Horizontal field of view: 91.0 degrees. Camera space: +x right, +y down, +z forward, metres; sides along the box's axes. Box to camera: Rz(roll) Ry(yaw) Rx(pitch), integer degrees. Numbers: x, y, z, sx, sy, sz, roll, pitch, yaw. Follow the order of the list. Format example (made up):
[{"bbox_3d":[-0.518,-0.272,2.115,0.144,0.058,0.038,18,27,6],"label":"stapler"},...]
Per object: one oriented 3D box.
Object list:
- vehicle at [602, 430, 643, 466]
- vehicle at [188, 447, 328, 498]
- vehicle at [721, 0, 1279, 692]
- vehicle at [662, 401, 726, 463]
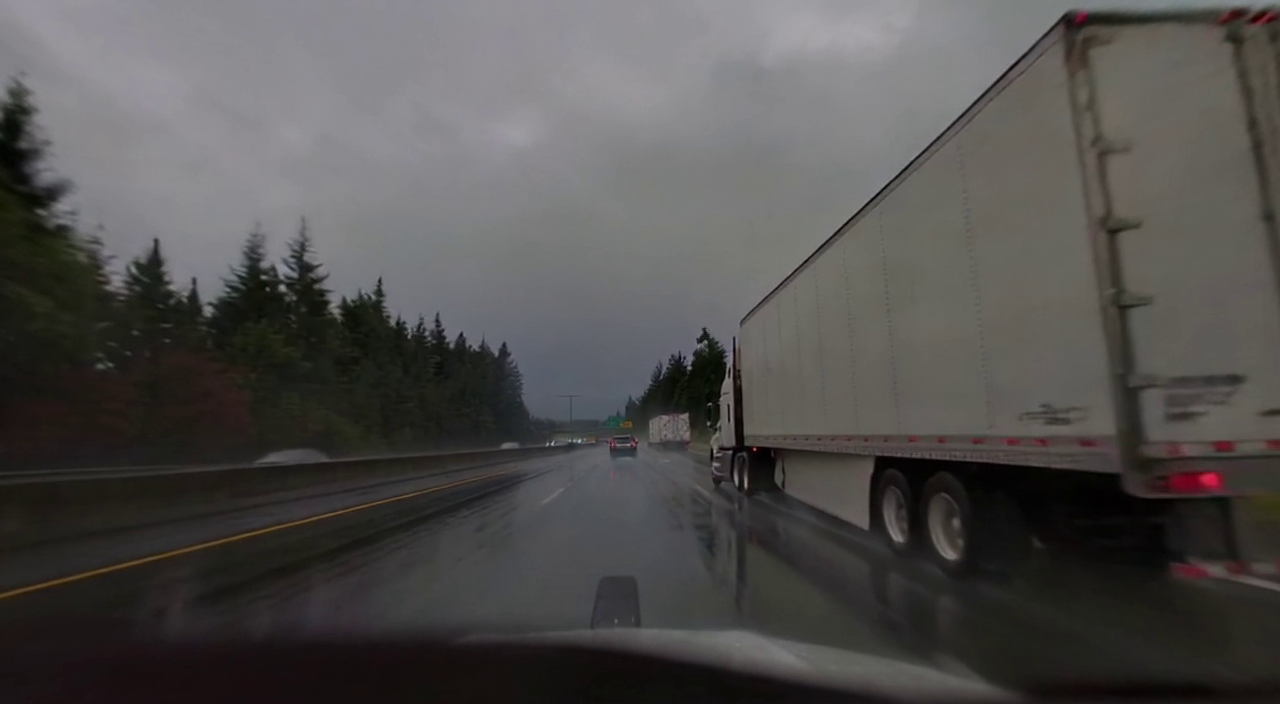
[{"bbox_3d":[-1.007,5.486,36.099,2.211,1.933,4.315,0,-8,-2],"label":"vehicle"},{"bbox_3d":[-12.744,3.991,21.412,1.868,1.481,4.707,0,-8,-1],"label":"vehicle"},{"bbox_3d":[4.007,0.745,10.725,3.005,4.121,14.417,0,-8,-1],"label":"vehicle"},{"bbox_3d":[3.395,5.537,42.864,2.947,3.657,11.192,0,-8,-2],"label":"vehicle"}]
